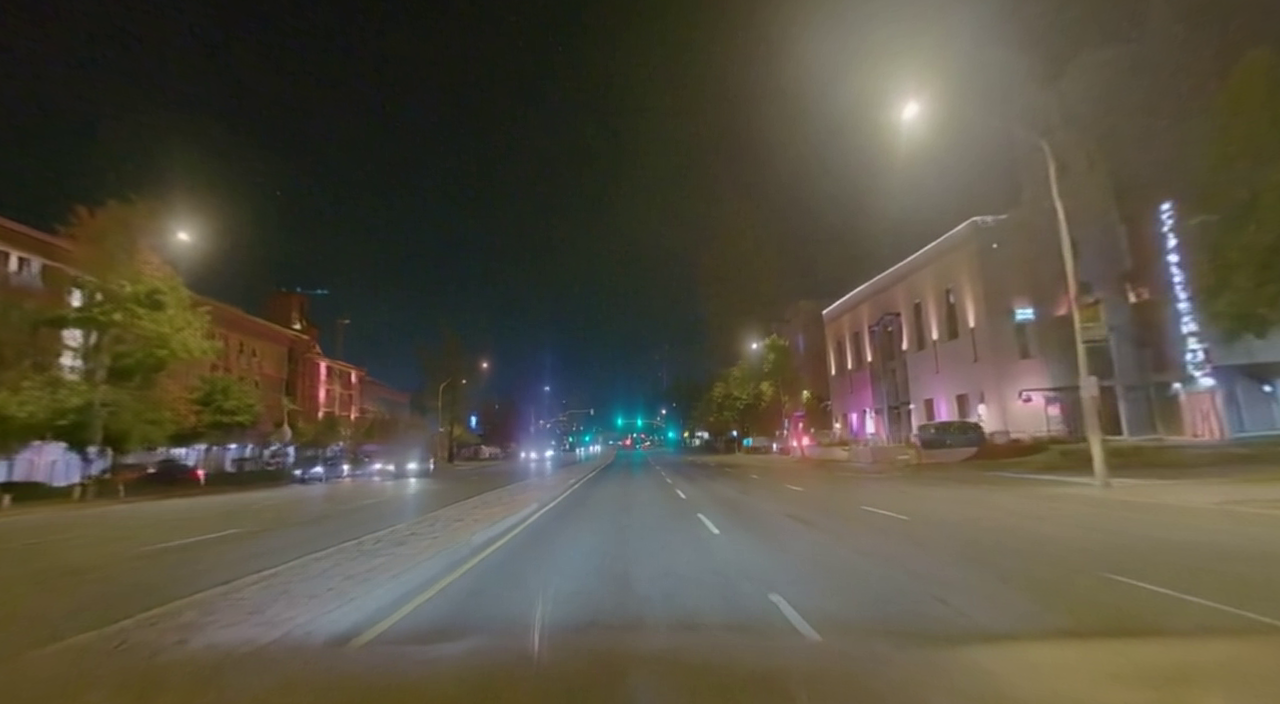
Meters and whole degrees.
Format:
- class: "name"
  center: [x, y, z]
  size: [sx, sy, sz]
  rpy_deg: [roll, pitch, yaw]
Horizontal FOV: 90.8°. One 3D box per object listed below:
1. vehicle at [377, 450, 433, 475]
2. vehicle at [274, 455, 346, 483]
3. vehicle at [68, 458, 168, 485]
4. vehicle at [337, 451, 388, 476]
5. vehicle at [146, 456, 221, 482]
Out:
- class: "vehicle"
  center: [-15.744, 7.394, 42.604]
  size: [1.963, 1.500, 4.700]
  rpy_deg: [-1, -8, 1]
- class: "vehicle"
  center: [-19.820, 7.037, 38.177]
  size: [1.856, 1.479, 4.554]
  rpy_deg: [-1, -8, 1]
- class: "vehicle"
  center: [-30.265, 6.910, 36.692]
  size: [4.126, 1.455, 1.791]
  rpy_deg: [0, -9, -2]
- class: "vehicle"
  center: [-19.925, 8.013, 45.538]
  size: [1.815, 1.629, 4.123]
  rpy_deg: [0, -8, -1]
- class: "vehicle"
  center: [-29.860, 7.644, 41.370]
  size: [3.637, 1.430, 1.636]
  rpy_deg: [-2, -8, -1]
